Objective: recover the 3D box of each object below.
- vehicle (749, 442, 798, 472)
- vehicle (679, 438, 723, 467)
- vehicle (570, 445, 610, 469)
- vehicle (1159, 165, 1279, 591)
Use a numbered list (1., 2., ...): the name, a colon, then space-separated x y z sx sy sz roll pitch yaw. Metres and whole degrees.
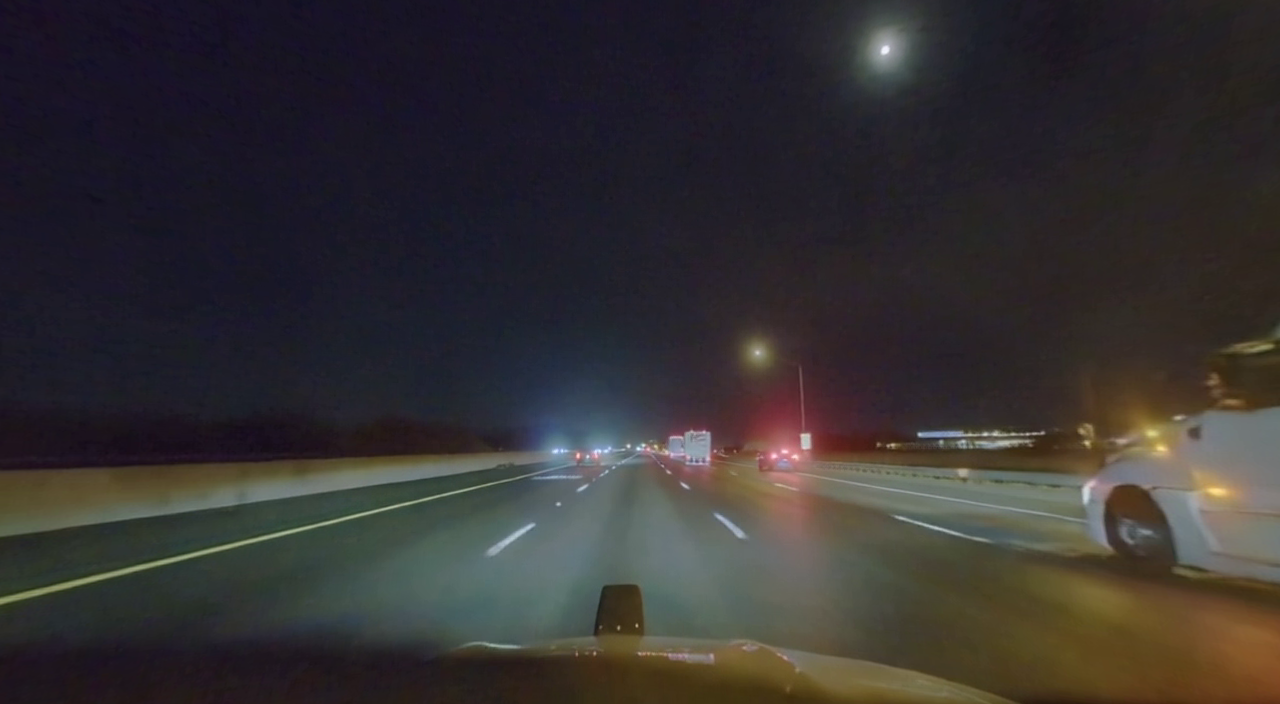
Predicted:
1. vehicle: 8.234 6.525 39.232 2.188 1.727 4.381 0 -9 1
2. vehicle: 4.439 7.471 46.837 2.770 1.990 5.755 0 -9 1
3. vehicle: -3.281 7.035 42.421 2.164 1.507 4.748 0 -9 1
4. vehicle: 7.688 -0.103 3.754 3.034 4.112 7.110 0 -9 2
